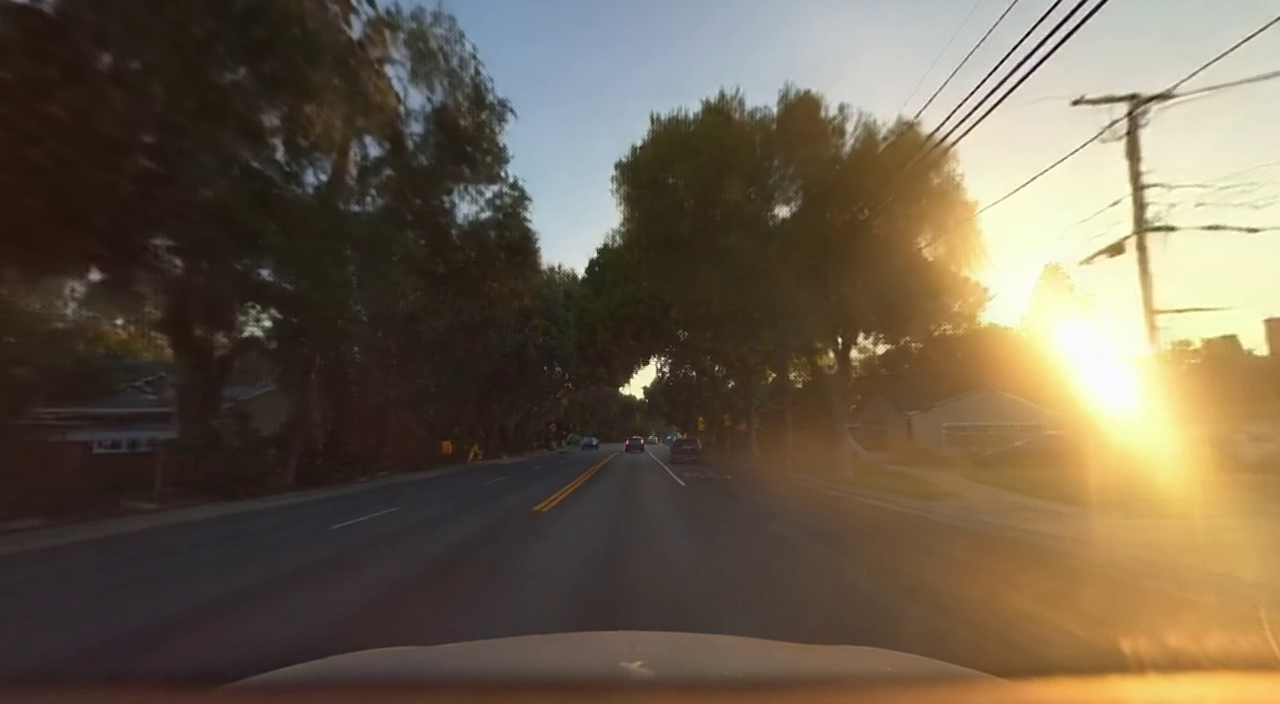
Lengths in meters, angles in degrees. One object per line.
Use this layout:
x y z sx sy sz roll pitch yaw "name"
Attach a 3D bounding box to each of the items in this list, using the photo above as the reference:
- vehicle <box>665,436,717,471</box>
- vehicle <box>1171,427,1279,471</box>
2.228 4.548 28.362 1.975 1.497 3.647 0 -8 -1 "vehicle"
22.282 3.595 23.405 1.851 1.458 3.709 0 -8 1 "vehicle"
